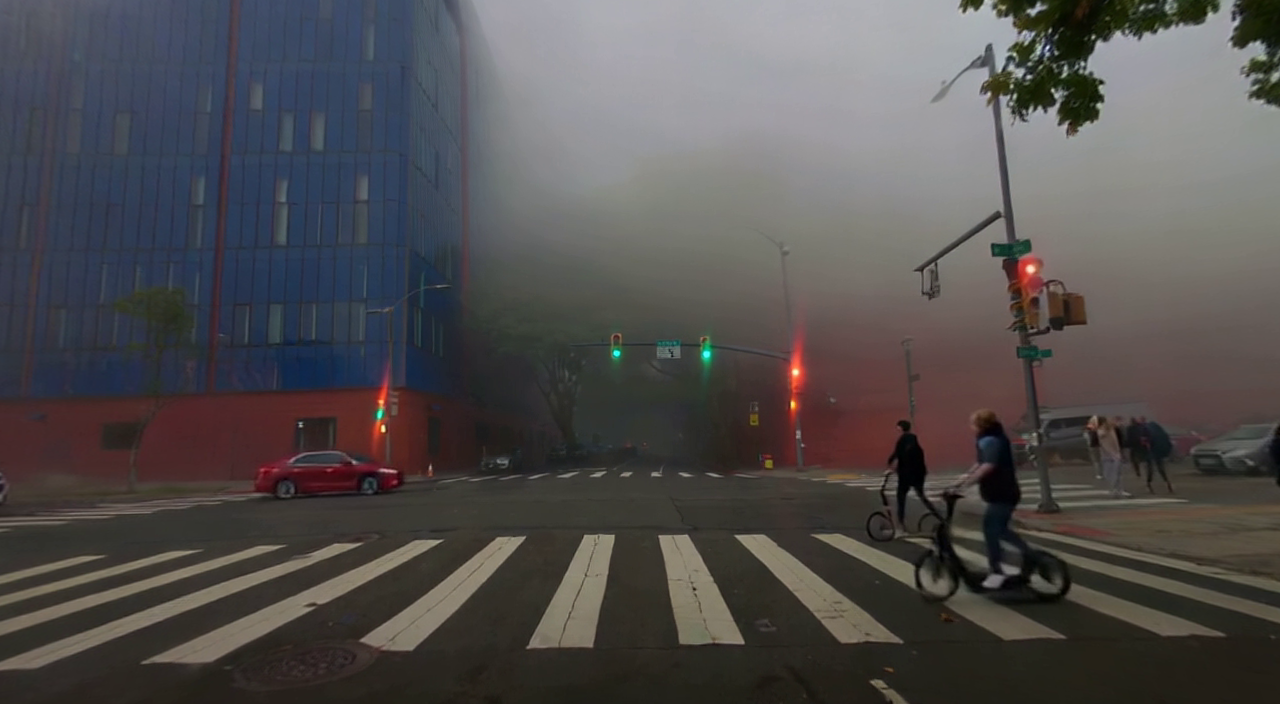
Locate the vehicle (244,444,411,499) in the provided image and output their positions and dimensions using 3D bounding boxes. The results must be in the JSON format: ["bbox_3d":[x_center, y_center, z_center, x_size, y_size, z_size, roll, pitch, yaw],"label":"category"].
[{"bbox_3d":[-10.153,3.868,20.895,4.641,1.616,2.051,3,-9,-23],"label":"vehicle"}]
